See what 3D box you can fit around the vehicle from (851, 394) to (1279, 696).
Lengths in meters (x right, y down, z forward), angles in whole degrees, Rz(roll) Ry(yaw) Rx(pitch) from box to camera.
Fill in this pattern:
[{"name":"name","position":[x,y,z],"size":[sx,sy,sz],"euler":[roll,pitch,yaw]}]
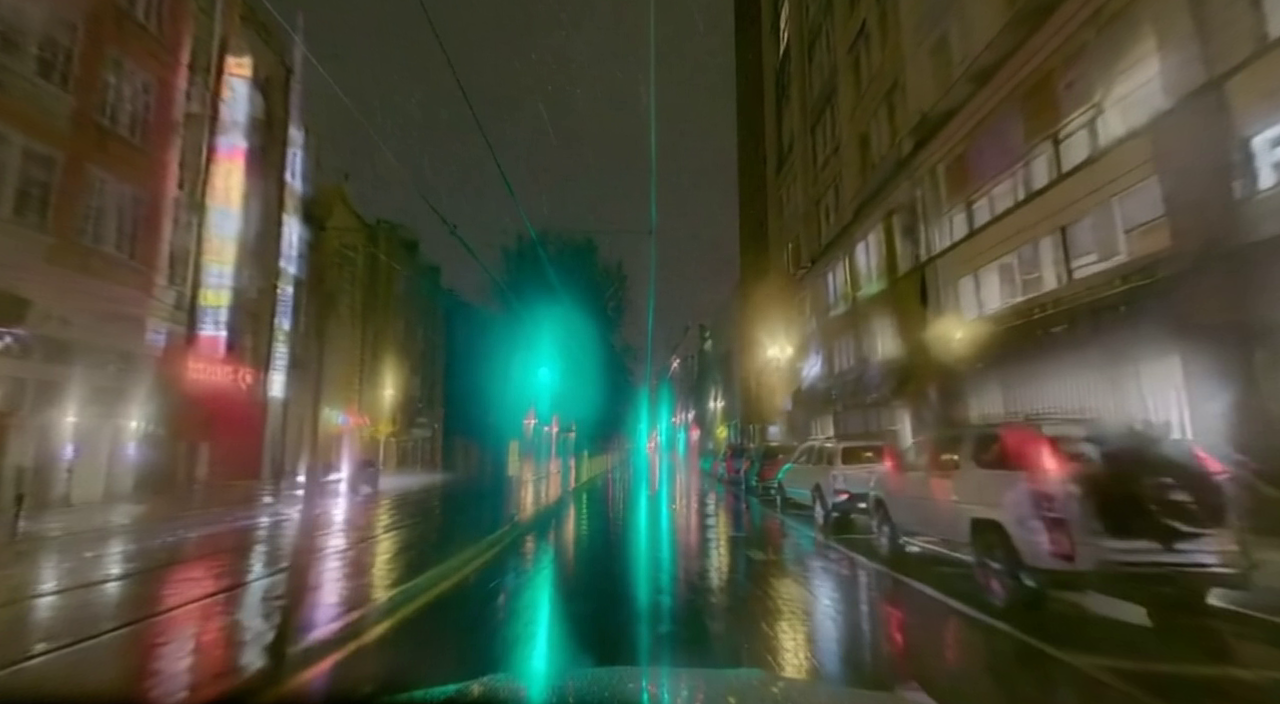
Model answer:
[{"name":"vehicle","position":[3.504,1.336,5.507],"size":[1.903,1.596,4.144],"euler":[-1,-8,1]}]

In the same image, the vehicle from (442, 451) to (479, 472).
[{"name":"vehicle","position":[-13.412,8.181,47.293],"size":[1.954,1.445,4.432],"euler":[1,-8,-6]}]

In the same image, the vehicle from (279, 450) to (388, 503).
[{"name":"vehicle","position":[-9.395,3.809,19.633],"size":[1.877,1.430,3.712],"euler":[1,-8,-7]}]

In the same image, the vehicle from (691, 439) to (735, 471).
[{"name":"vehicle","position":[4.007,5.772,35.319],"size":[2.051,1.656,3.989],"euler":[-1,-8,1]}]
